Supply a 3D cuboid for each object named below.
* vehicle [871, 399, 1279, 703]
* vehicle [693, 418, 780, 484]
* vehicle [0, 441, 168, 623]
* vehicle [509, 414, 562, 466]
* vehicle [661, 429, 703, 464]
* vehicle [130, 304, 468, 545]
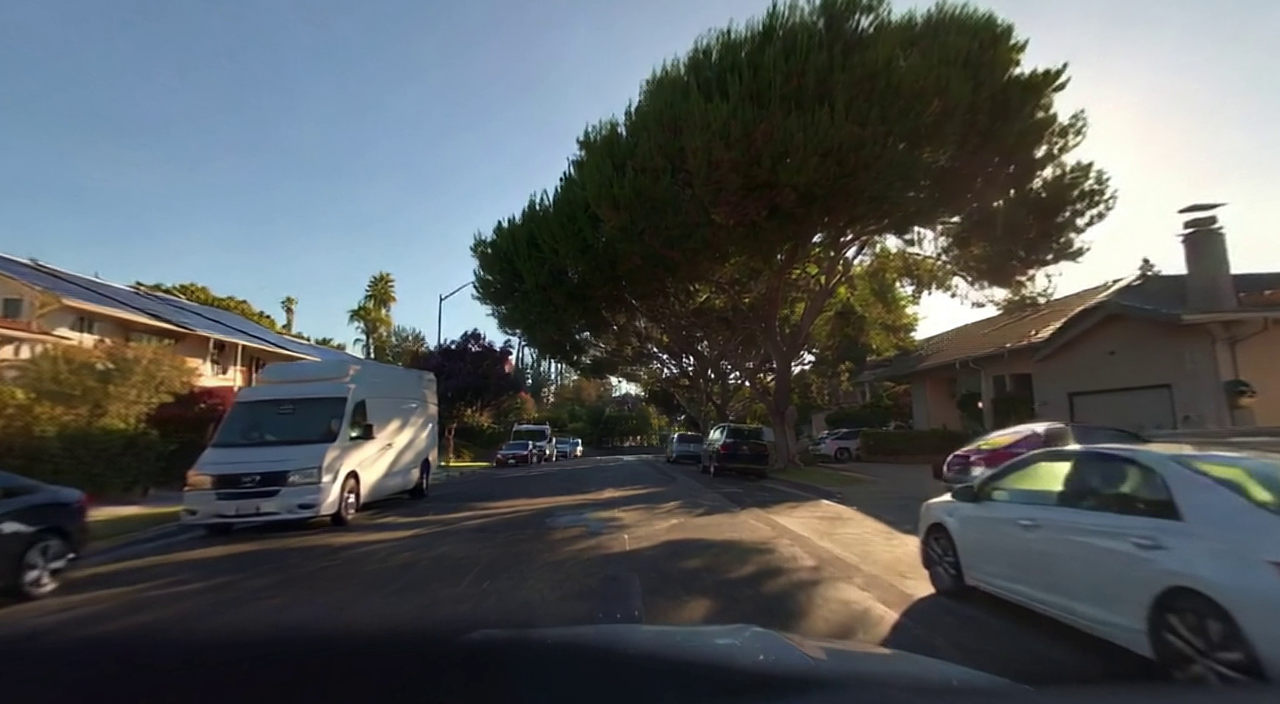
[{"bbox_3d":[3.375,1.184,4.361,1.818,1.473,4.862,0,-8,2],"label":"vehicle"},{"bbox_3d":[2.935,3.110,20.258,1.965,1.855,4.677,0,-8,-1],"label":"vehicle"},{"bbox_3d":[-6.216,1.468,4.986,1.921,1.470,4.068,0,-8,-3],"label":"vehicle"},{"bbox_3d":[-6.069,5.177,36.954,2.408,2.782,3.837,-2,-8,0],"label":"vehicle"},{"bbox_3d":[2.250,5.221,35.087,1.918,1.815,4.400,0,-8,-2],"label":"vehicle"},{"bbox_3d":[-6.231,1.586,13.598,2.896,3.648,8.004,0,-8,-1],"label":"vehicle"}]
